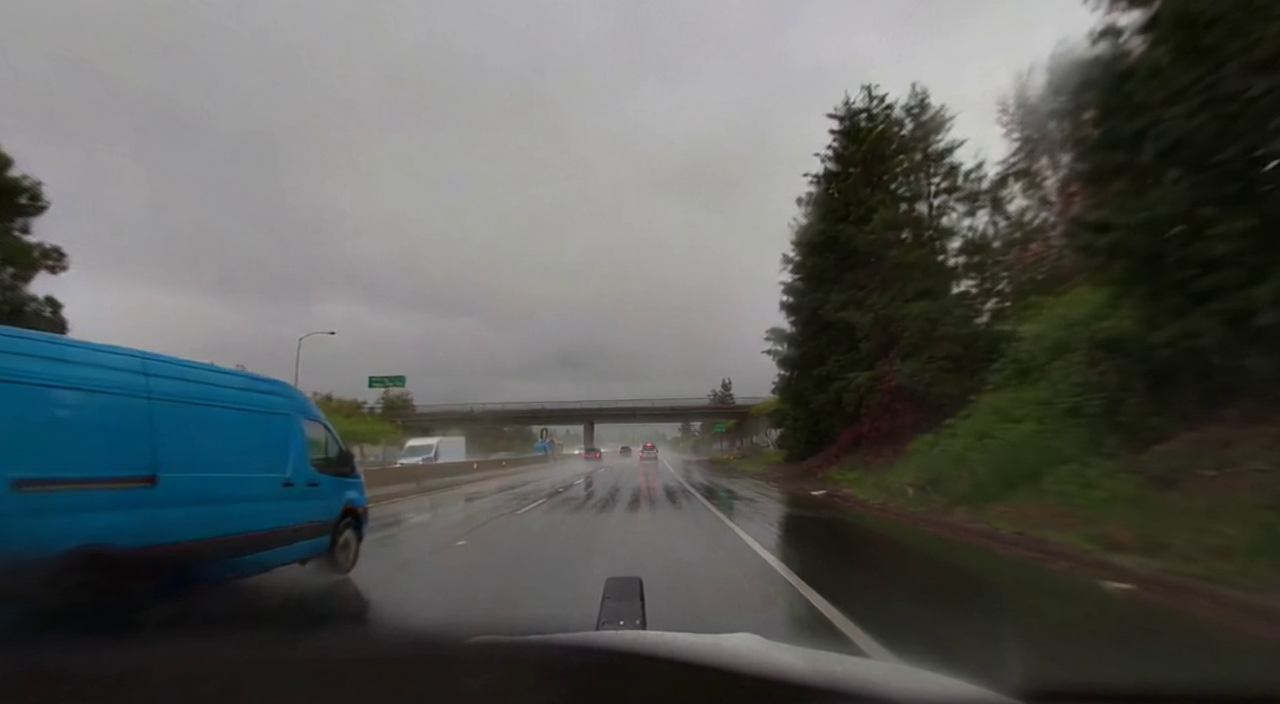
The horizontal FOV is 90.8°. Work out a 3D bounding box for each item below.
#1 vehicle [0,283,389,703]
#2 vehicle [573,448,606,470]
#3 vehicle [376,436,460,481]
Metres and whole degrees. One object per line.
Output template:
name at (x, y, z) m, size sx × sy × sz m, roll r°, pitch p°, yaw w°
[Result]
vehicle at (-3.890, 0.961, 4.205) m, size 2.310 × 2.030 × 5.094 m, roll 0°, pitch -9°, yaw 0°
vehicle at (-3.518, 7.561, 44.797) m, size 1.994 × 1.471 × 3.962 m, roll 0°, pitch -9°, yaw 0°
vehicle at (-12.471, 6.019, 36.005) m, size 2.473 × 2.305 × 6.168 m, roll 0°, pitch -9°, yaw 1°
